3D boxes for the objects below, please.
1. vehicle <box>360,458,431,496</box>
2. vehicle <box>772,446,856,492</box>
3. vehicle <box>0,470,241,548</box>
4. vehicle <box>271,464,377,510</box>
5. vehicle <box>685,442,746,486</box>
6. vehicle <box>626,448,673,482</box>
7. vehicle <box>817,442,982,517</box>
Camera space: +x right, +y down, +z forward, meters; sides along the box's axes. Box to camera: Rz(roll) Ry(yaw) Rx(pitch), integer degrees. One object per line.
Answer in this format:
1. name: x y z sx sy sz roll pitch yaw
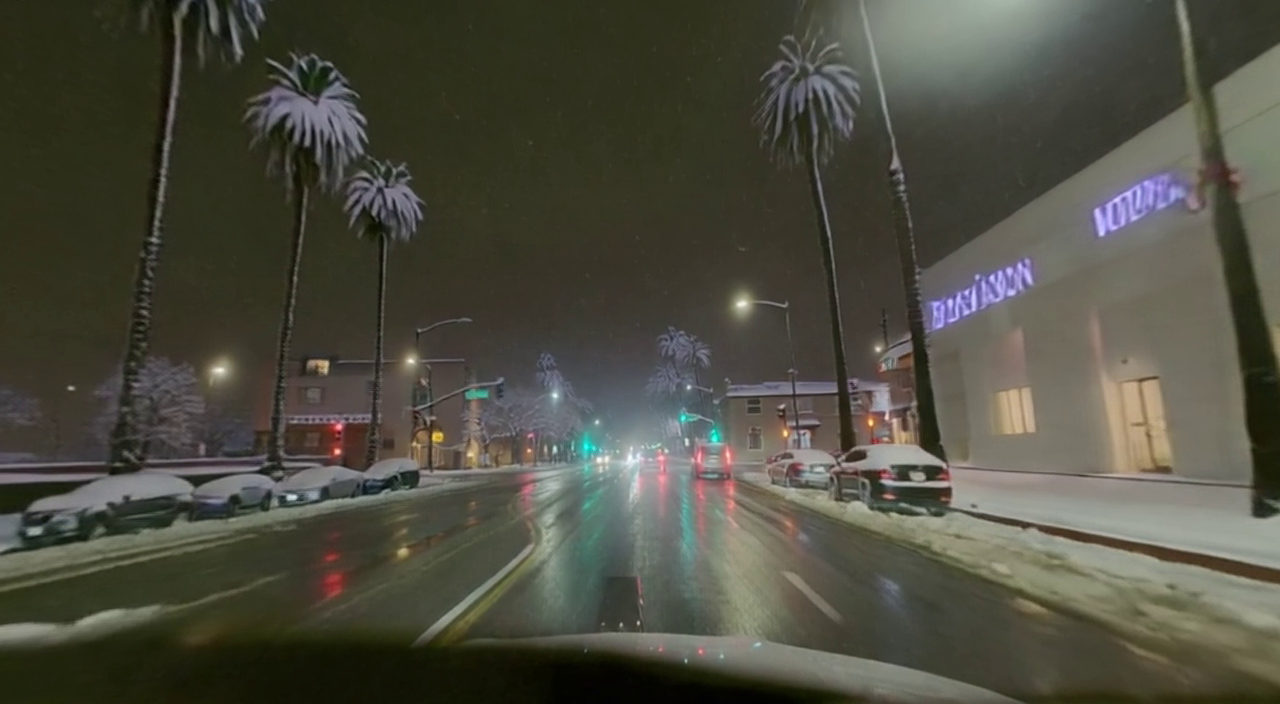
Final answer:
1. vehicle: -12.299 6.372 32.124 1.949 1.682 4.094 -3 -11 0
2. vehicle: 6.680 4.519 24.800 2.157 1.640 4.228 0 -8 1
3. vehicle: -12.295 3.734 15.418 2.188 1.490 4.511 -3 -12 0
4. vehicle: -12.162 5.225 24.698 1.978 1.501 4.355 -3 -11 -1
5. vehicle: 3.122 4.747 27.122 2.003 1.702 4.288 0 -8 -1
6. vehicle: 0.424 5.372 30.303 2.088 1.452 3.993 0 -8 0
7. vehicle: 6.478 3.213 16.562 2.174 1.643 4.860 0 -8 -1
